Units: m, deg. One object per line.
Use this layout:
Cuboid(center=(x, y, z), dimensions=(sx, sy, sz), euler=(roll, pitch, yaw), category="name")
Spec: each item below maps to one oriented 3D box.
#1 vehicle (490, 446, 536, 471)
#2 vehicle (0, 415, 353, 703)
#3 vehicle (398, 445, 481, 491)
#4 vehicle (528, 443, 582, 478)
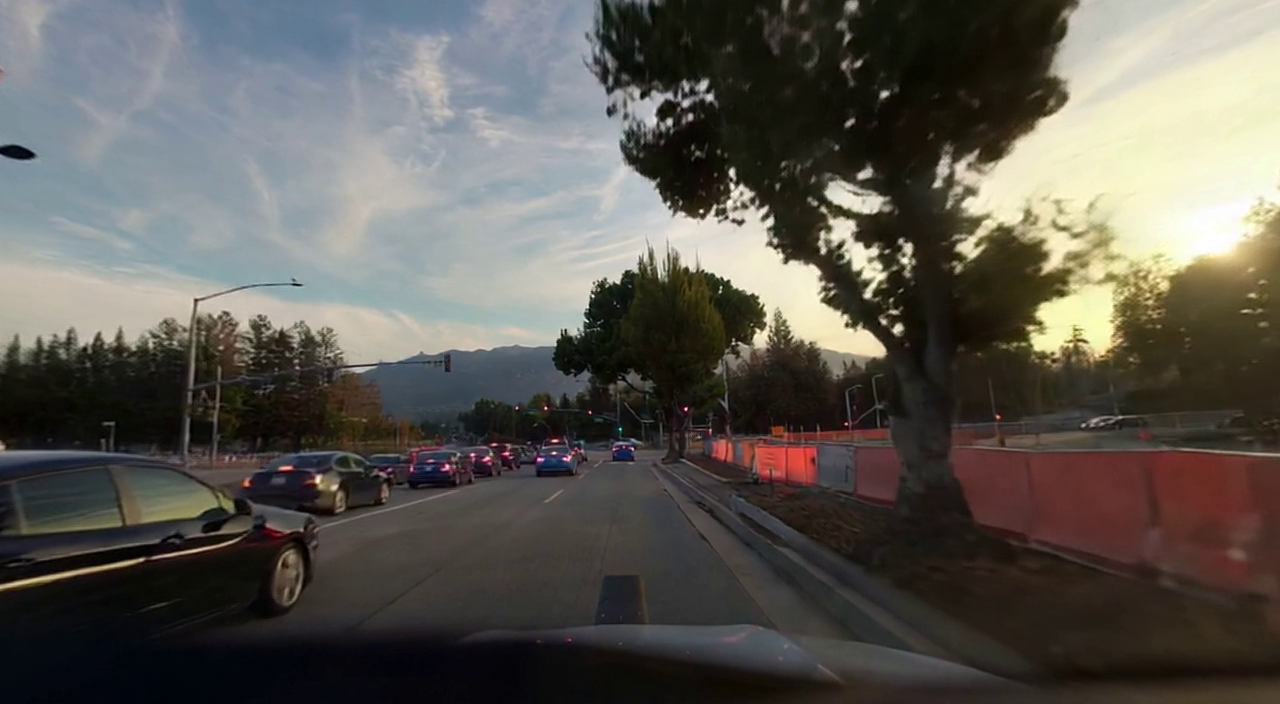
Cuboid(center=(-8.100, 6.803, 40.651), dimensions=(1.933, 1.458, 4.544), euler=(0, -9, 1), category="vehicle")
Cuboid(center=(-3.924, 1.252, 4.010), dimensions=(2.026, 1.497, 4.577), euler=(-2, -9, 1), category="vehicle")
Cuboid(center=(-7.548, 4.384, 24.256), dimensions=(1.900, 1.507, 4.285), euler=(-2, -9, -1), category="vehicle")
Cuboid(center=(-3.886, 5.020, 29.412), dimensions=(2.042, 1.441, 4.172), euler=(-1, -9, -1), category="vehicle")
